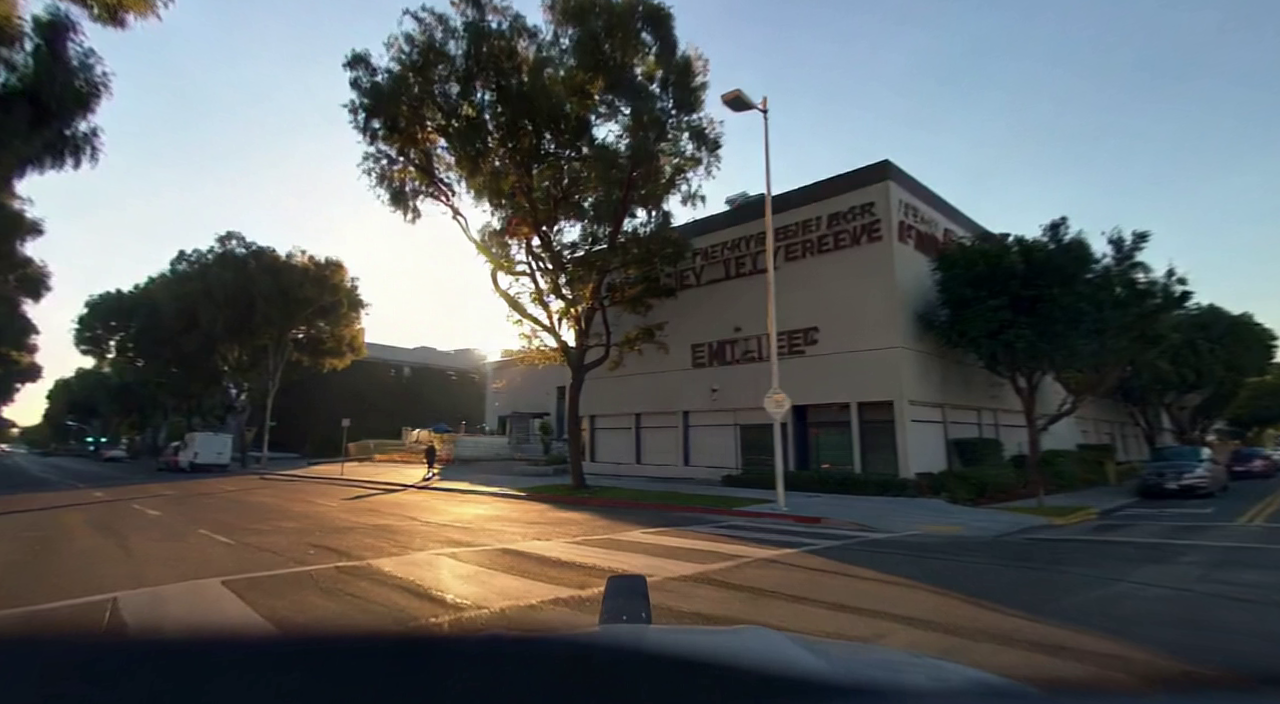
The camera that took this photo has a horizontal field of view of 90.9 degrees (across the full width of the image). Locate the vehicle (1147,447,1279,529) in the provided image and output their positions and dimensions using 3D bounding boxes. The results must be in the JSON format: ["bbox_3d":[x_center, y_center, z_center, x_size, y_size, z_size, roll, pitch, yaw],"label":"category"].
[{"bbox_3d":[13.167,2.839,13.843,4.949,1.475,2.182,7,-11,-41],"label":"vehicle"}]

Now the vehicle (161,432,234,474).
[{"bbox_3d":[-29.153,6.604,41.450,6.178,2.509,2.596,-8,-12,43],"label":"vehicle"}]
